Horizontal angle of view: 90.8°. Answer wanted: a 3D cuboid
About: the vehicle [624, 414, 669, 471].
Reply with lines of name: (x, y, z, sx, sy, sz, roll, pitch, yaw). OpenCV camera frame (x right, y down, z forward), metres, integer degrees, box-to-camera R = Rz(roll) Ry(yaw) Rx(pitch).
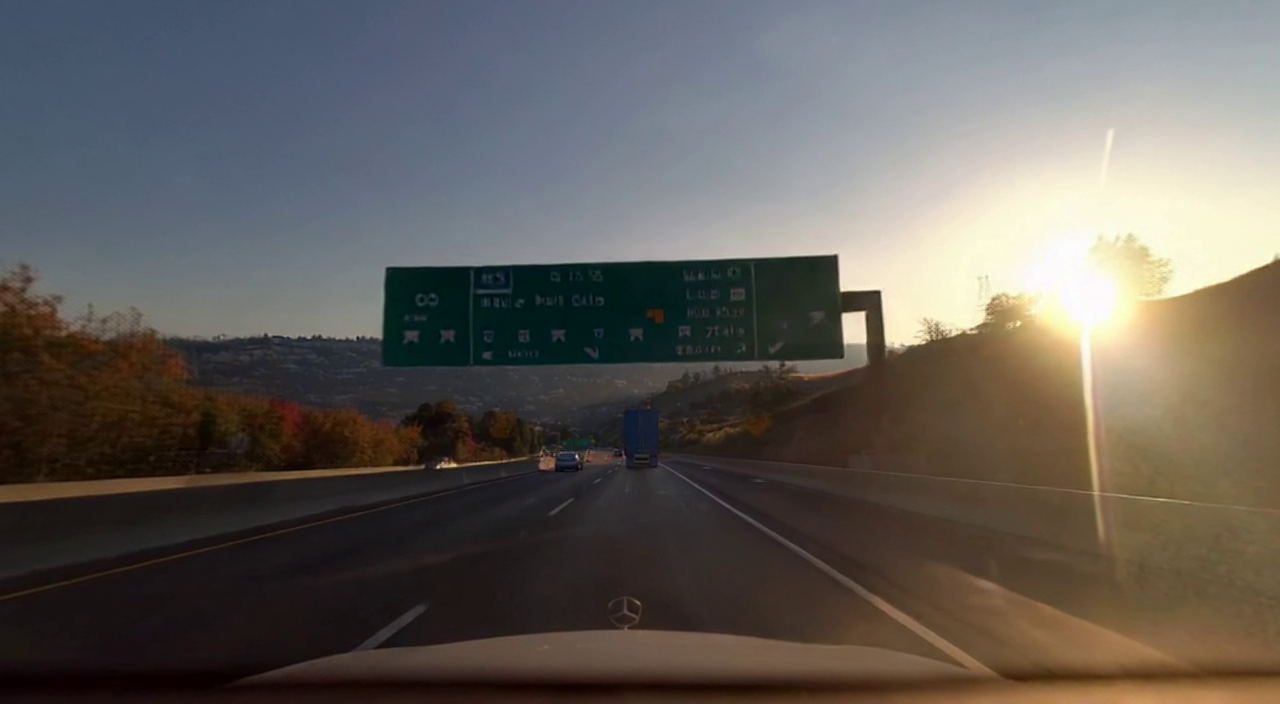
vehicle: (0.298, 6.852, 47.538, 2.864, 3.805, 9.500, 0, -9, -2)

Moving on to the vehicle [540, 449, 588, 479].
vehicle: (-4.102, 6.148, 34.972, 2.053, 1.523, 4.450, -1, -9, 1)
